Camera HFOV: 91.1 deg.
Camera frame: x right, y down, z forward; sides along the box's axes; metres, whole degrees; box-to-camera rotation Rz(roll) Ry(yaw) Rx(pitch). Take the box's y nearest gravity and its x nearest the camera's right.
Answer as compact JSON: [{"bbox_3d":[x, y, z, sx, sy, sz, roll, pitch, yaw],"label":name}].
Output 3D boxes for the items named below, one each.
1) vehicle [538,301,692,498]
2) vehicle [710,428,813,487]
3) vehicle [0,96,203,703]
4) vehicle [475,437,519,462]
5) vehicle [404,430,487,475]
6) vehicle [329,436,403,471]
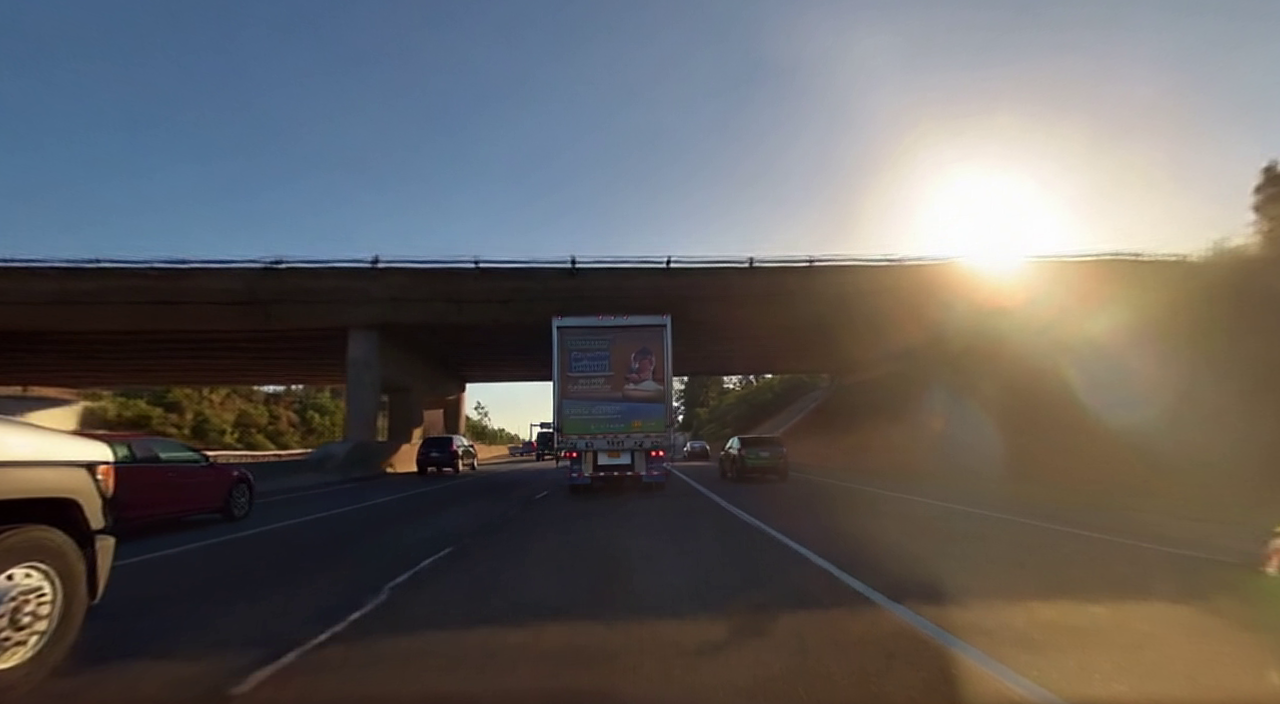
[{"bbox_3d":[-0.715,1.551,17.070,2.911,3.787,9.905,0,-8,-3],"label":"vehicle"},{"bbox_3d":[3.466,3.101,18.927,2.003,1.519,4.580,0,-8,-3],"label":"vehicle"},{"bbox_3d":[-3.677,0.120,0.504,2.660,2.637,5.634,0,-8,-2],"label":"vehicle"},{"bbox_3d":[-8.814,6.031,39.054,1.845,1.488,3.656,0,-8,0],"label":"vehicle"},{"bbox_3d":[-8.018,4.168,26.373,2.057,1.698,4.550,0,-8,-1],"label":"vehicle"},{"bbox_3d":[-16.564,6.122,38.324,2.198,1.938,5.197,0,-8,-1],"label":"vehicle"}]
